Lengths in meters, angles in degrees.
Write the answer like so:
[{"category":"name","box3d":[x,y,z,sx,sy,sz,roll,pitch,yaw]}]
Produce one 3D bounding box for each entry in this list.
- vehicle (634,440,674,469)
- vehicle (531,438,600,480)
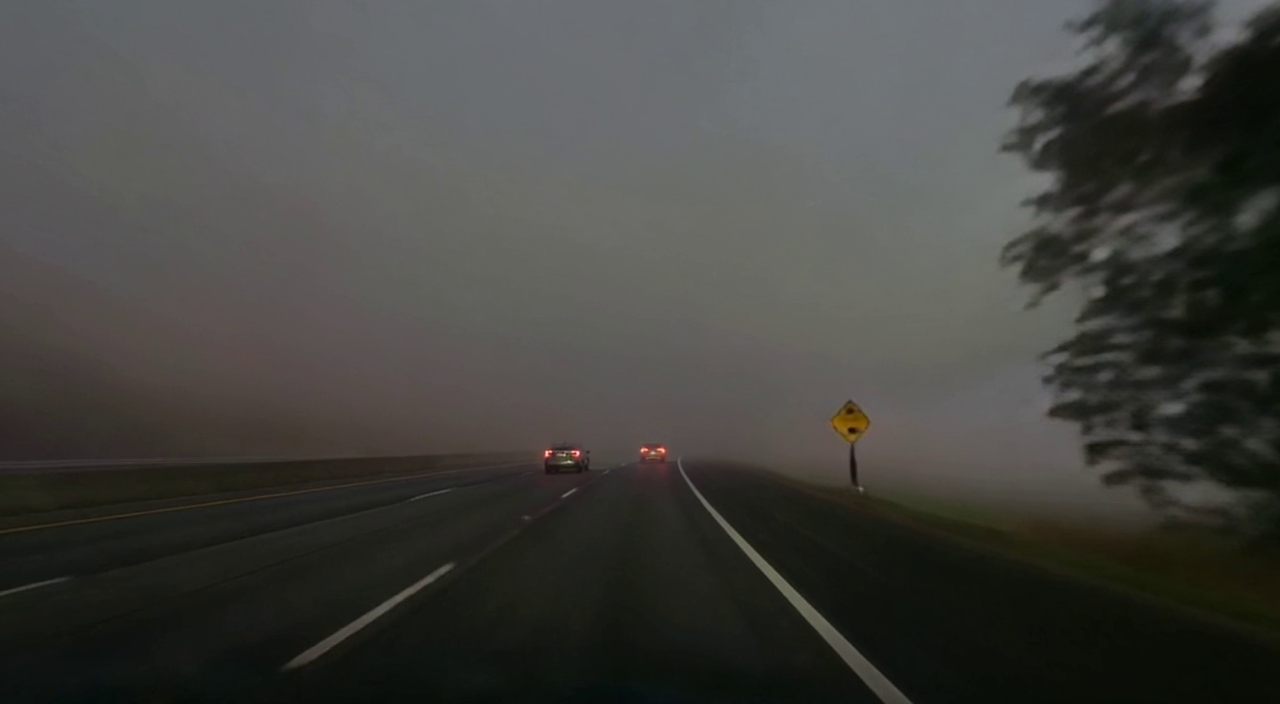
[{"category":"vehicle","box3d":[0.845,5.824,35.911,2.129,1.502,4.321,-1,-9,3]},{"category":"vehicle","box3d":[-2.990,4.421,26.263,2.129,1.563,4.387,-1,-9,3]}]
